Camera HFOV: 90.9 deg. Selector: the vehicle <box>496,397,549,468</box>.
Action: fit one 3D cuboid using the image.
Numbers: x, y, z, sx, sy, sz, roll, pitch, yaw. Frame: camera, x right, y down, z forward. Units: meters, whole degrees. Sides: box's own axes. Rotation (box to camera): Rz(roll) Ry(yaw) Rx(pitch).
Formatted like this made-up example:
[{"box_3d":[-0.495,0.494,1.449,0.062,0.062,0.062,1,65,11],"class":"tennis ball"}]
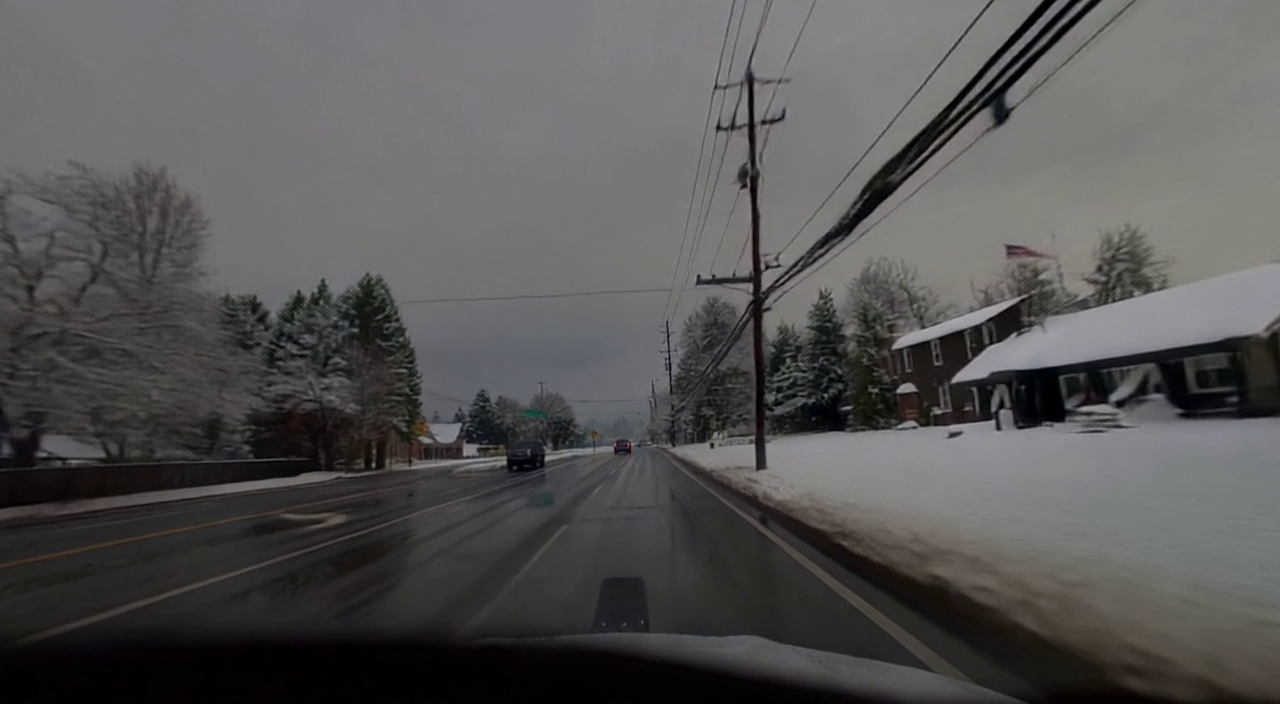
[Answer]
[{"box_3d":[-6.603,4.580,35.794,2.365,3.642,3.374,-4,-8,-4],"class":"vehicle"}]
